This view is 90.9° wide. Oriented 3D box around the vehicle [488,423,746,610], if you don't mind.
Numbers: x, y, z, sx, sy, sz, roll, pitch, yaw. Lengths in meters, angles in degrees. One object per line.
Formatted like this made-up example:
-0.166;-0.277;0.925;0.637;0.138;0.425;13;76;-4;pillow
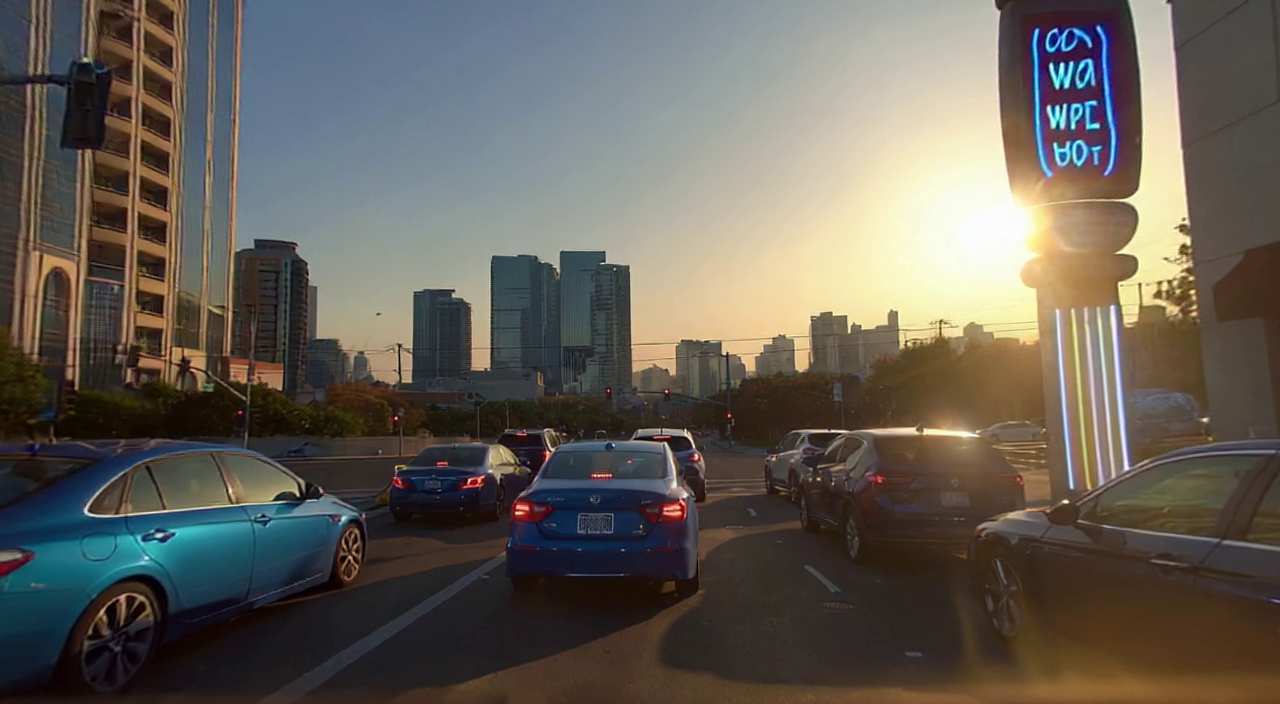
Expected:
-0.174;1.616;7.114;2.059;1.477;3.988;0;-8;0;vehicle

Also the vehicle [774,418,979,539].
3.779;2.096;11.023;2.007;1.683;4.171;0;-8;1;vehicle

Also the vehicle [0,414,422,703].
-3.408;1.298;4.710;1.980;1.454;4.226;0;-8;1;vehicle

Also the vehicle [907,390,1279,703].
3.412;1.067;3.495;1.981;1.499;4.536;-1;-8;2;vehicle
